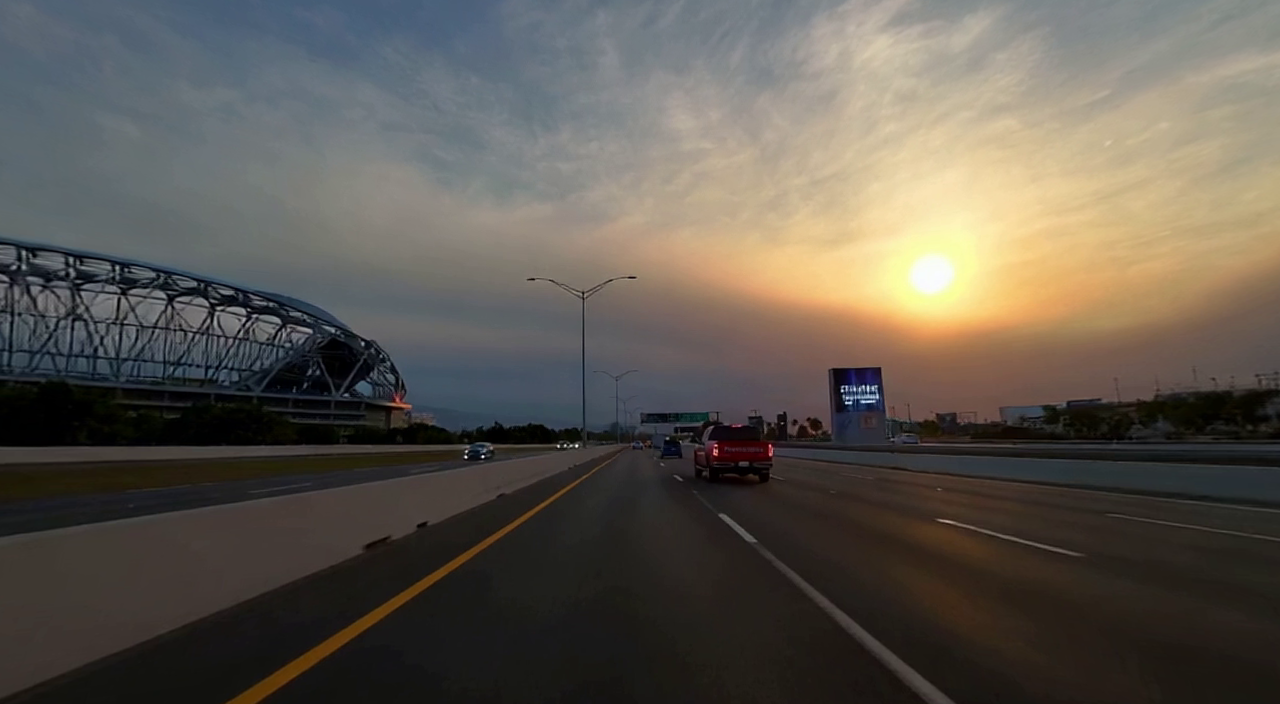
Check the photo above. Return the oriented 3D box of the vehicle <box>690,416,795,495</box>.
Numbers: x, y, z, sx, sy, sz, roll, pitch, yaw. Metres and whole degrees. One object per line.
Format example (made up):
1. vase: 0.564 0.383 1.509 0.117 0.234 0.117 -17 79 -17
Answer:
1. vehicle: 2.832 3.036 18.776 2.199 2.002 4.970 0 -8 -1
